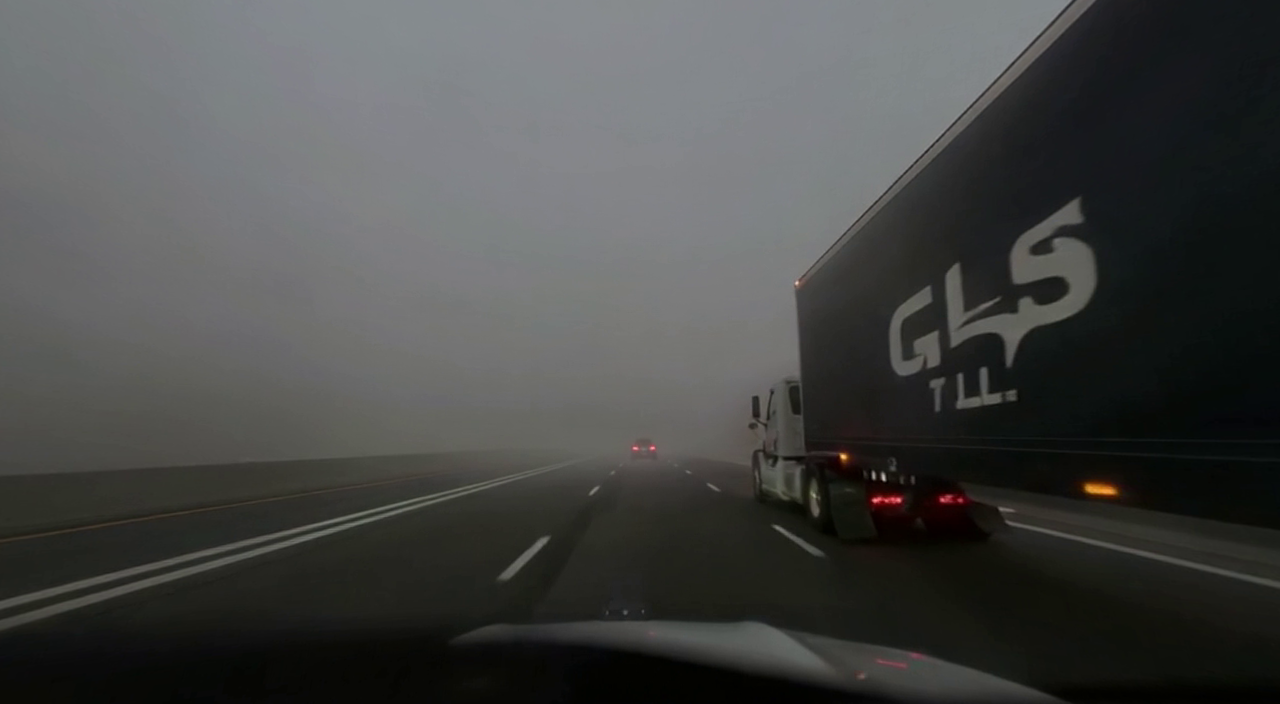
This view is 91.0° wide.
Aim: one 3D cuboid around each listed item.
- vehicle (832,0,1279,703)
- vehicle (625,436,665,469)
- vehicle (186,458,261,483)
[{"bbox_3d":[4.117,-0.218,3.169,3.014,4.068,10.359,0,-8,0],"label":"vehicle"},{"bbox_3d":[0.261,5.461,34.317,2.050,1.654,4.192,0,-8,0],"label":"vehicle"},{"bbox_3d":[-28.737,8.177,43.652,1.858,1.531,4.830,0,-8,1],"label":"vehicle"}]
